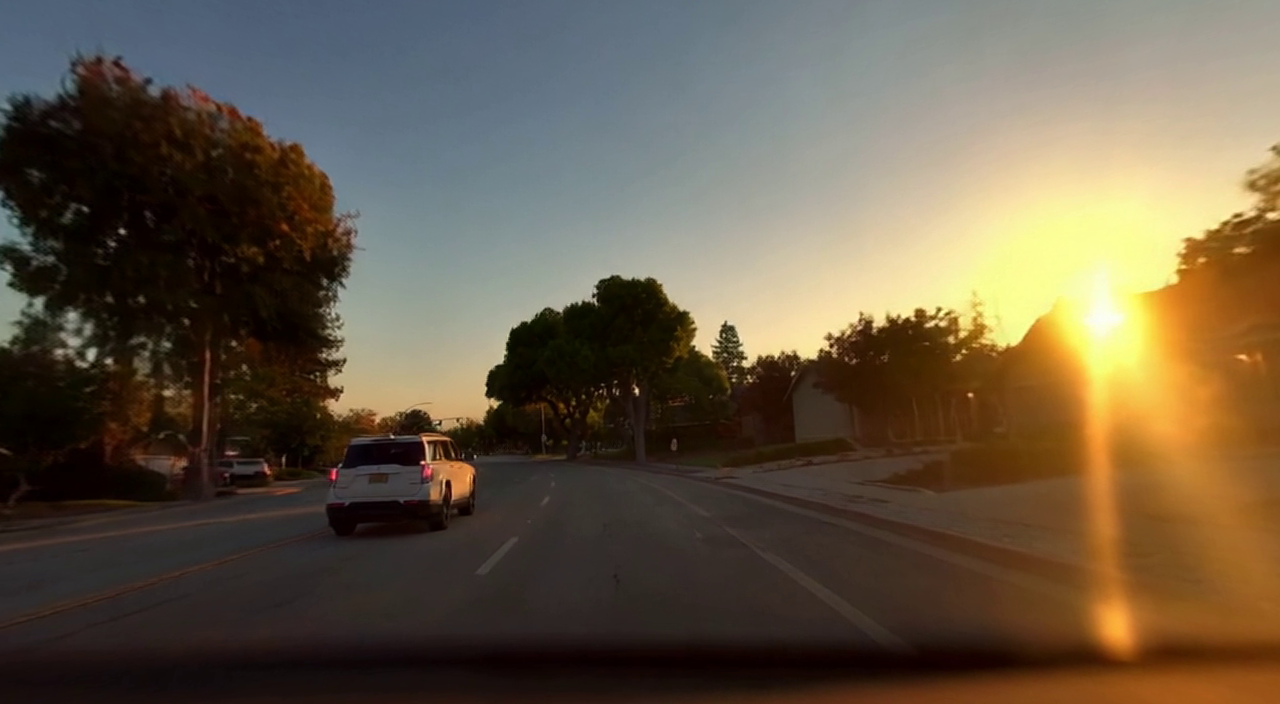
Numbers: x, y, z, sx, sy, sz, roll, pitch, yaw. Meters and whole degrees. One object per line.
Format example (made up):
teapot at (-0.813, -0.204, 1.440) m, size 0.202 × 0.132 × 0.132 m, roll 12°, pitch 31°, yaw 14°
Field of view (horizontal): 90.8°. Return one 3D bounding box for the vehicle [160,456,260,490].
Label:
vehicle at (-27.139, 7.650, 40.030) m, size 4.809 × 1.471 × 2.012 m, roll -5°, pitch -8°, yaw -12°

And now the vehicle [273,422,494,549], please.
vehicle at (-4.146, 2.221, 11.220) m, size 2.175 × 1.772 × 4.442 m, roll 0°, pitch -8°, yaw -2°
